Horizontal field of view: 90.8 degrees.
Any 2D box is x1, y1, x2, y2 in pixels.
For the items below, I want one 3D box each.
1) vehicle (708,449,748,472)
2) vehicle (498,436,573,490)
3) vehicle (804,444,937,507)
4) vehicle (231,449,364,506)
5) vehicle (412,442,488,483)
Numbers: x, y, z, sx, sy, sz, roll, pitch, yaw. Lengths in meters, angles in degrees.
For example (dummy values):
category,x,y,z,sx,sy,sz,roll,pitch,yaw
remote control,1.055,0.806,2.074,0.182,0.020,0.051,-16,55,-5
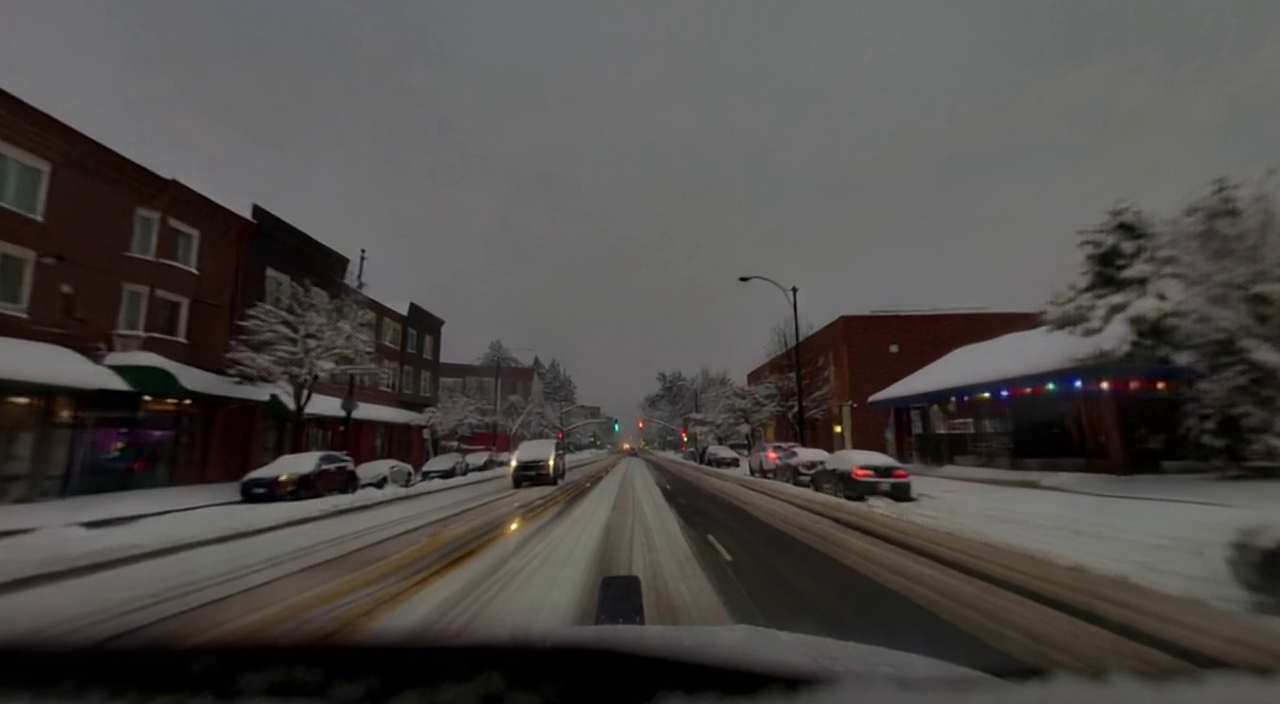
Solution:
category,x,y,z,sx,sy,sz,roll,pitch,yaw
vehicle,6.034,7.506,43.863,1.902,1.484,4.714,0,-8,-2
vehicle,-3.596,3.884,22.535,1.980,1.718,4.120,0,-8,0
vehicle,6.117,3.293,17.458,1.837,1.482,4.706,0,-8,-1
vehicle,-10.265,3.751,19.333,1.812,1.531,3.934,0,-8,1
vehicle,-10.050,5.836,33.912,2.137,1.982,5.794,-1,-8,2
